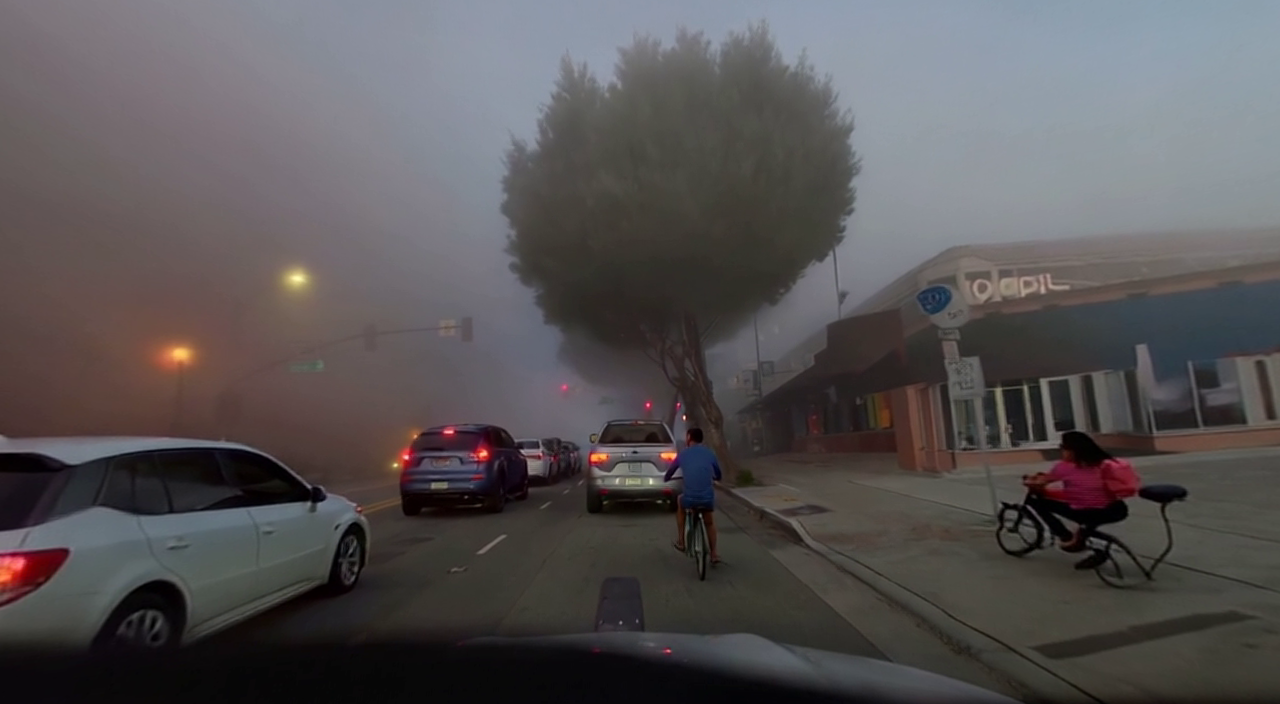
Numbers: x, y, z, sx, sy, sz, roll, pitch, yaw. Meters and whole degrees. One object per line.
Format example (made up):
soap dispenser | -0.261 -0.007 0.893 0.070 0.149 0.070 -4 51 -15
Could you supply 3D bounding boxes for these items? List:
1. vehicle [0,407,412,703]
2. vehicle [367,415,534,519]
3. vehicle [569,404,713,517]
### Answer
vehicle | -3.586 1.298 4.860 2.064 1.486 4.140 0 -9 1
vehicle | -3.607 2.297 13.030 2.046 1.750 4.452 0 -9 0
vehicle | -0.025 2.207 13.232 2.426 1.882 5.027 0 -9 -1
